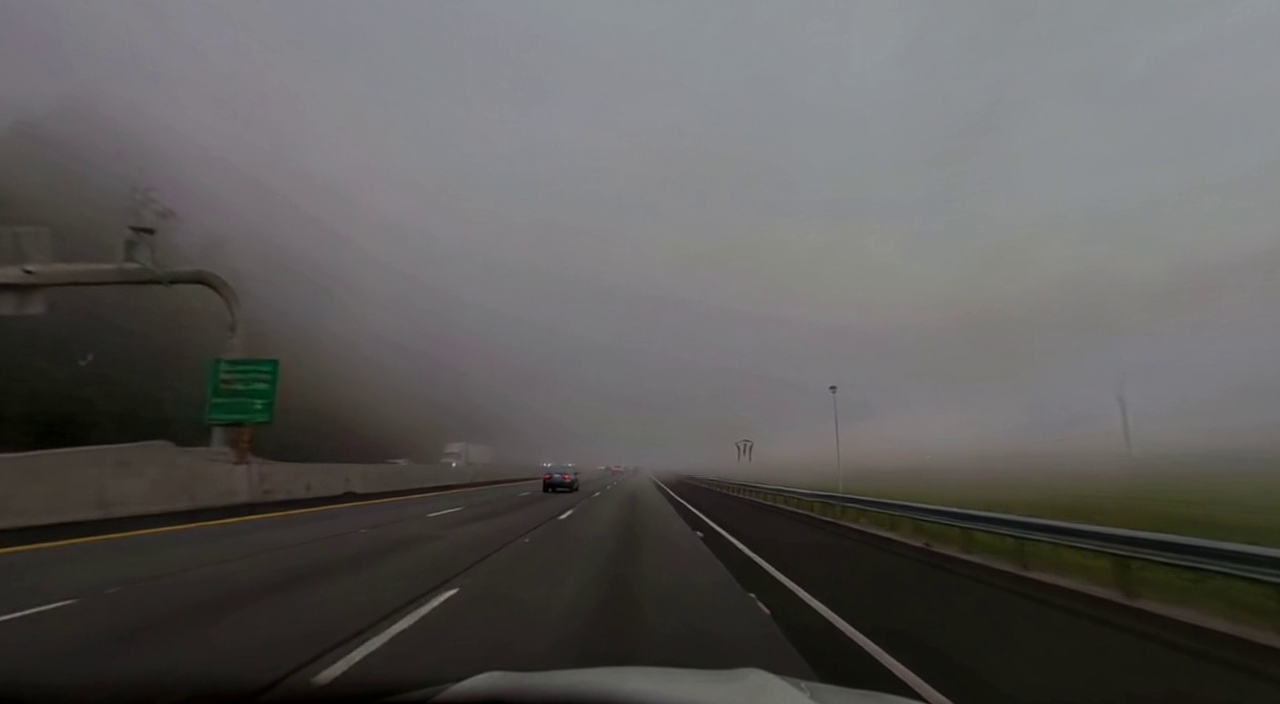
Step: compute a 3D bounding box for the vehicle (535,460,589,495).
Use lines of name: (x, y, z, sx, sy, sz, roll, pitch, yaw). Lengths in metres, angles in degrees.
vehicle: (-3.676, 6.037, 30.584, 2.039, 1.505, 4.843, 1, -10, 0)
